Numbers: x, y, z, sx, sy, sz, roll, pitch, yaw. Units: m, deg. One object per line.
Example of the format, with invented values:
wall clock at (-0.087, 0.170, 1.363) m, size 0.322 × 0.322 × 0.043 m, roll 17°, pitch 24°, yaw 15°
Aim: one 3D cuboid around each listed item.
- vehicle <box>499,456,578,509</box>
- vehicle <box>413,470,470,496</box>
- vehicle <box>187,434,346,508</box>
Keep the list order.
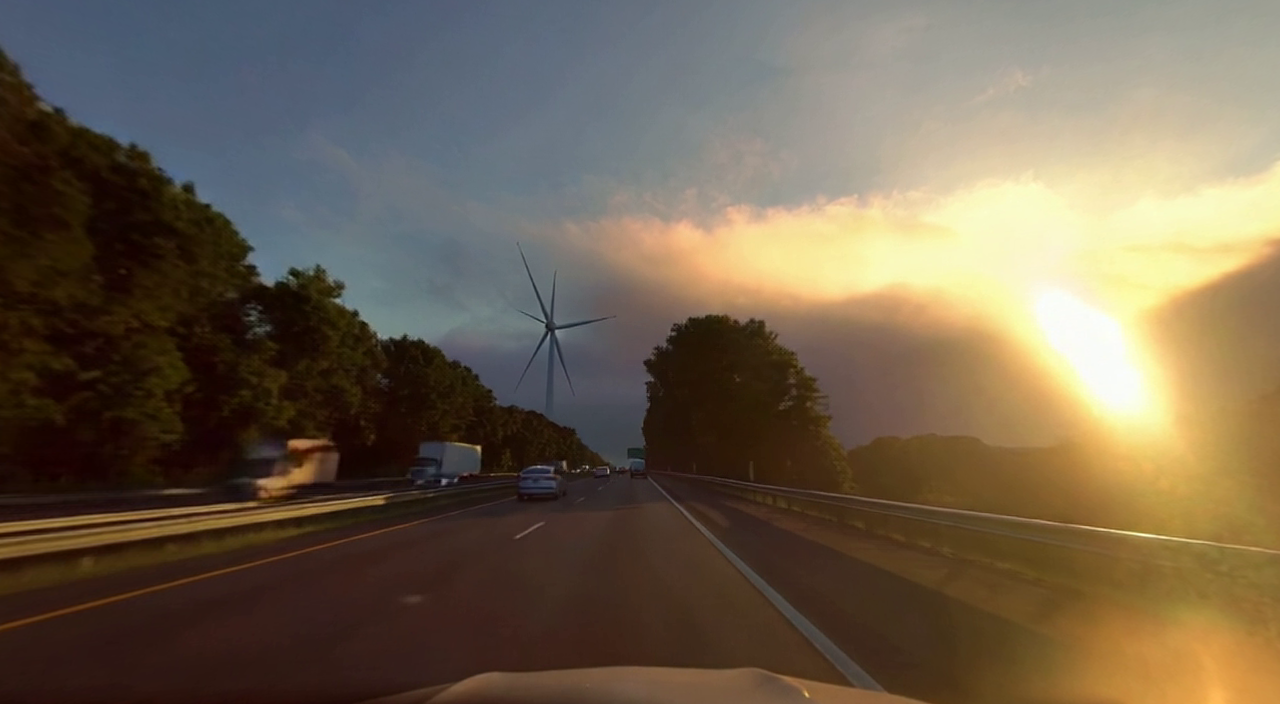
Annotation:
vehicle at (-3.574, 4.723, 23.081) m, size 2.124 × 1.705 × 4.440 m, roll 1°, pitch -11°, yaw 0°
vehicle at (-11.868, 7.848, 37.972) m, size 1.929 × 1.466 × 4.564 m, roll 1°, pitch -11°, yaw 0°
vehicle at (-16.379, 5.349, 28.423) m, size 2.486 × 2.808 × 7.416 m, roll 1°, pitch -11°, yaw 1°
